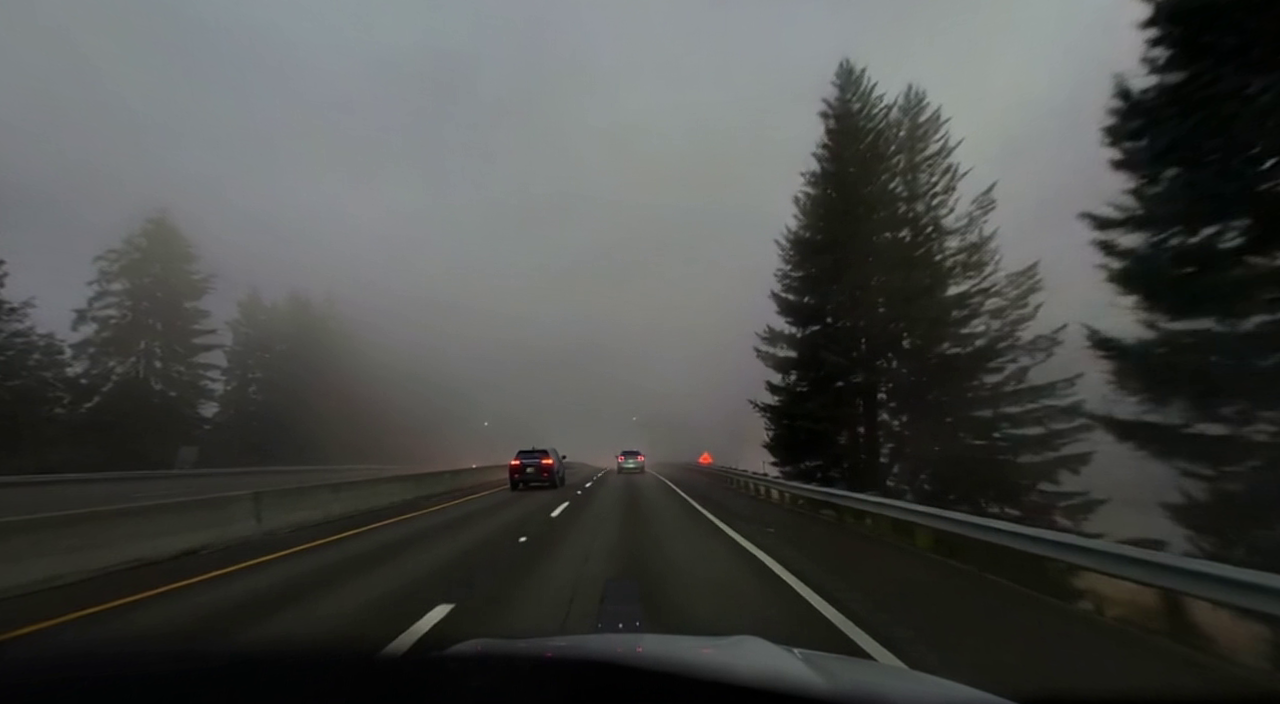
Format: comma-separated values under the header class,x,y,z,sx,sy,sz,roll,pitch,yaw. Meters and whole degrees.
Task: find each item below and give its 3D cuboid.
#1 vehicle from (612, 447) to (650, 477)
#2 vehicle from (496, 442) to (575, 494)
class,x,y,z,sx,sy,sz,roll,pitch,yaw
vehicle,-0.541,6.564,37.698,2.130,1.684,3.826,0,-9,-1
vehicle,-3.813,4.339,23.846,2.130,1.741,4.665,0,-9,0
